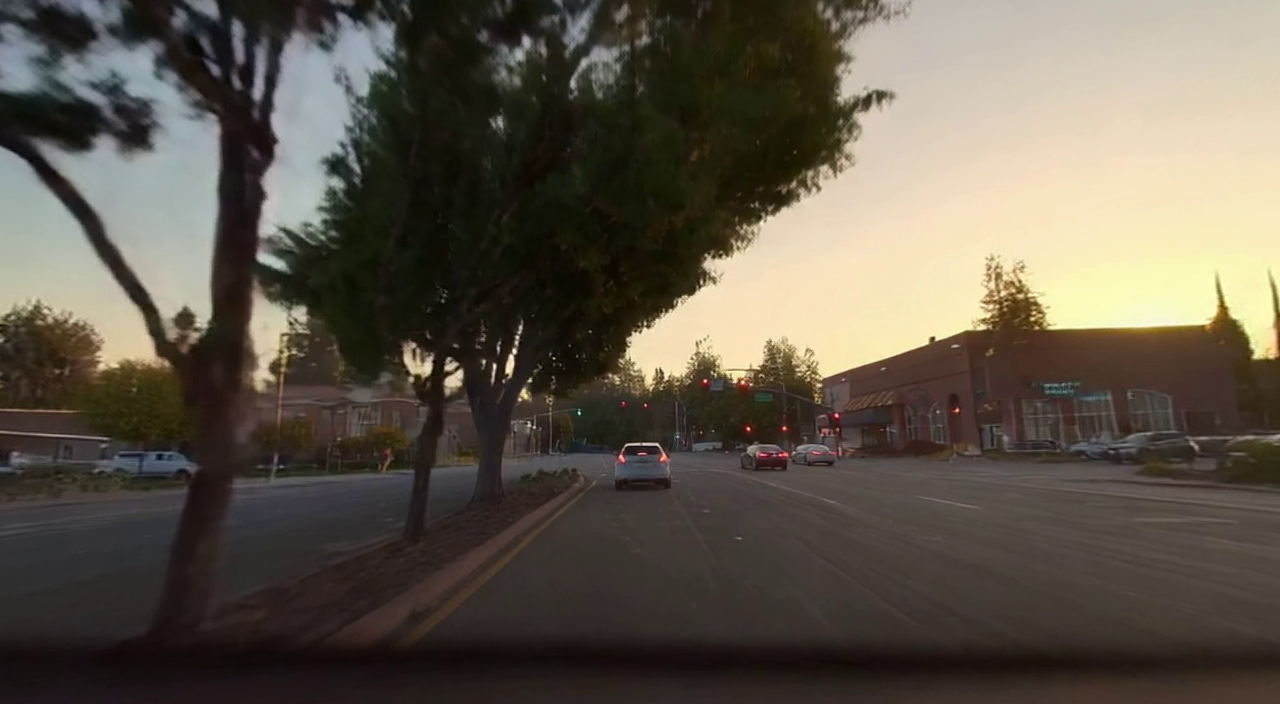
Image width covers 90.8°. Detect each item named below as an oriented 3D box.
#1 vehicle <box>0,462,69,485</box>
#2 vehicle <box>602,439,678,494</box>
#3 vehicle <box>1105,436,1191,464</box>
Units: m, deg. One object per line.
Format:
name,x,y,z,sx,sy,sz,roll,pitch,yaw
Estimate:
vehicle,-46.981,9.247,48.272,1.847,1.534,5.021,0,-9,1
vehicle,-0.026,3.438,19.350,2.064,1.477,3.968,0,-9,-1
vehicle,31.902,6.168,39.824,1.873,1.588,4.133,-2,-8,-1
